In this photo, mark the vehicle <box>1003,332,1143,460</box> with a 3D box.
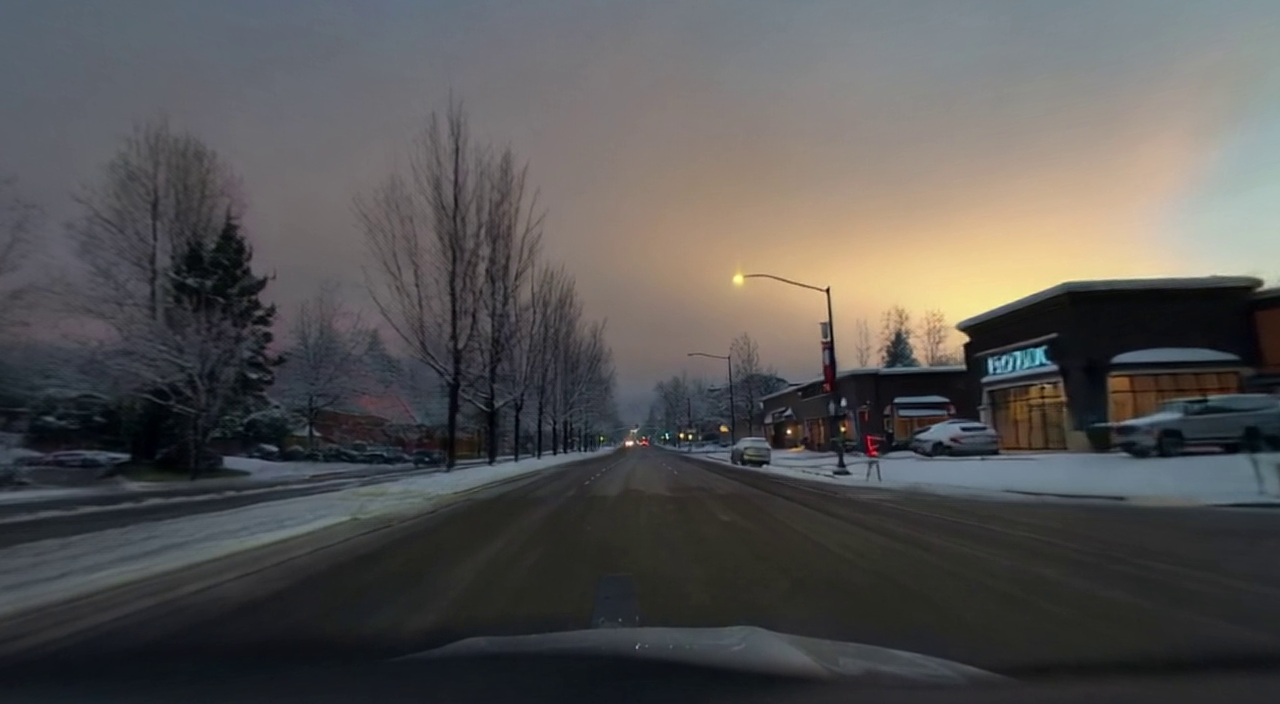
[{"bbox_3d":[17.591,1.911,25.332,9.886,4.618,0.062,5,-10,-30],"label":"vehicle"}]

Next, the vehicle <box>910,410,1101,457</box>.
[{"bbox_3d":[15.238,3.472,26.378,6.592,1.676,4.007,5,-10,-29],"label":"vehicle"}]

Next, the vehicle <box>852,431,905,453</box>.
[{"bbox_3d":[14.497,5.495,38.369,3.386,1.301,0.852,4,-9,-25],"label":"vehicle"}]

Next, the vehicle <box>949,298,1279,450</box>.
[{"bbox_3d":[24.182,1.309,30.227,16.415,6.611,1.394,-5,-10,26],"label":"vehicle"}]

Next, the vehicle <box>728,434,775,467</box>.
[{"bbox_3d":[6.839,6.105,39.164,1.954,1.907,4.736,0,-8,-1],"label":"vehicle"}]
